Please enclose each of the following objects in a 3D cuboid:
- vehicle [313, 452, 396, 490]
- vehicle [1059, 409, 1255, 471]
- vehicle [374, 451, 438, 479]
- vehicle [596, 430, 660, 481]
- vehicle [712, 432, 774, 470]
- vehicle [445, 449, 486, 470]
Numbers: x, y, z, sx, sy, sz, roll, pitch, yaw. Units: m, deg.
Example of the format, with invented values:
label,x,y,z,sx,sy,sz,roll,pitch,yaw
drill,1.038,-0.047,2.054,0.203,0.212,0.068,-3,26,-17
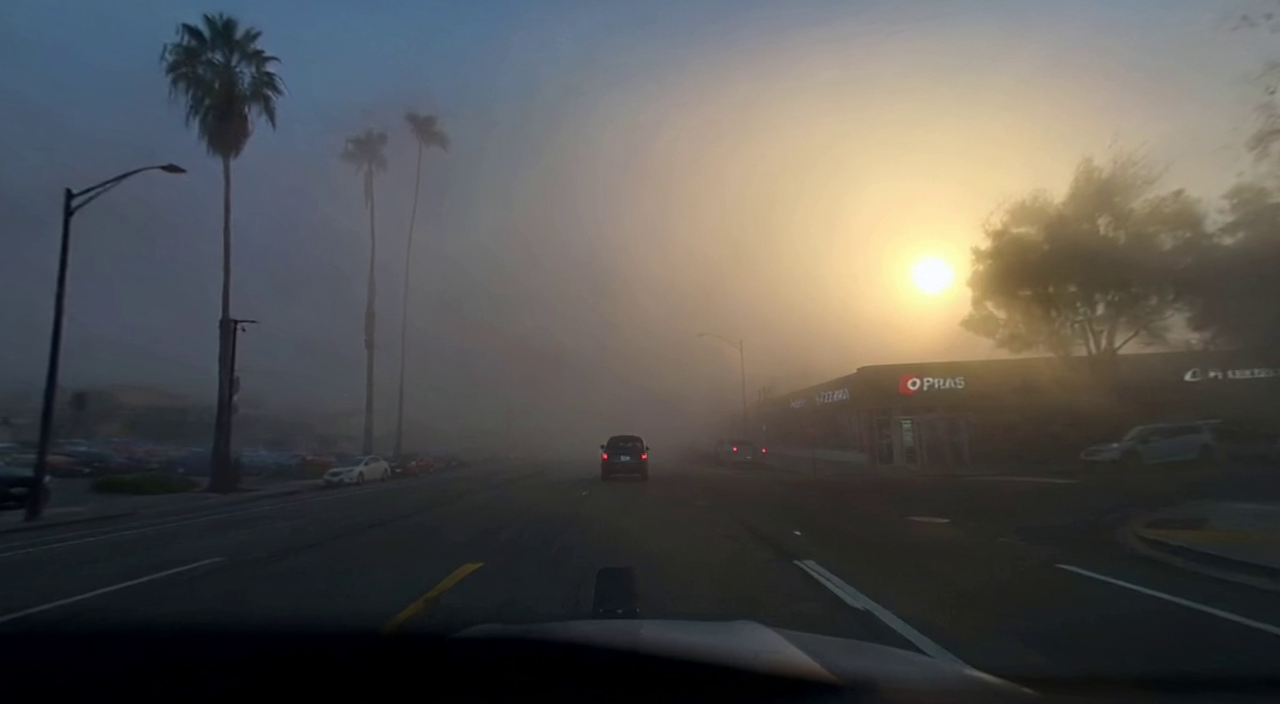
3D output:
label,x,y,z,sx,sy,sz,roll,pitch,yaw
vehicle,-13.263,5.523,29.572,1.881,1.484,4.565,-3,-8,-1
vehicle,19.050,3.296,23.428,5.096,2.029,2.324,-2,-9,0
vehicle,-13.337,6.447,36.147,1.968,1.472,4.345,0,-8,1
vehicle,-0.433,3.903,23.930,2.239,1.763,4.096,0,-8,-1
vehicle,5.574,5.491,34.974,2.430,1.924,5.779,0,-8,0
vehicle,-13.344,8.212,48.371,1.840,1.521,4.450,0,-8,1
